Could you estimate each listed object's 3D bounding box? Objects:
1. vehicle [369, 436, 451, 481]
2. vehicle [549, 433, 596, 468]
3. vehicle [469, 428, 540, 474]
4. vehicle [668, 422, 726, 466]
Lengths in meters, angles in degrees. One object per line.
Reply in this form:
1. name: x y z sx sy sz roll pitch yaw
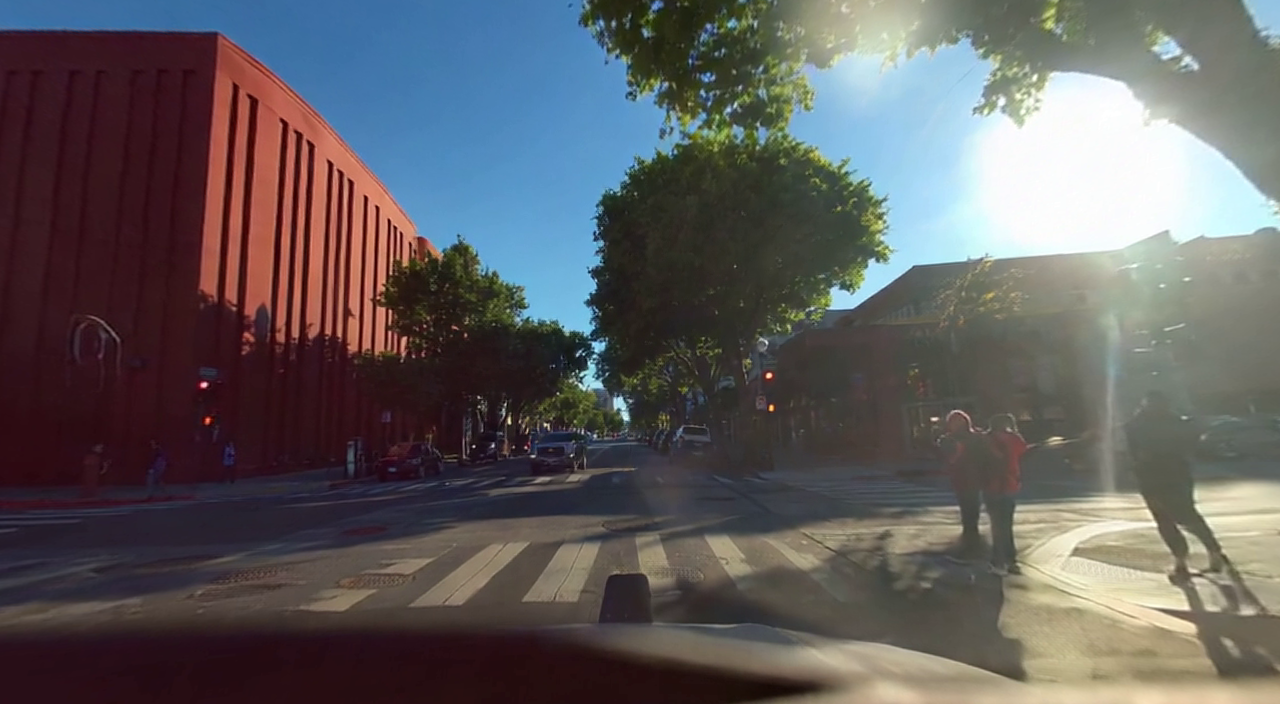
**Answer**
1. vehicle: -9.924 4.610 27.643 2.216 1.804 4.526 1 -8 -5
2. vehicle: -3.237 4.829 31.005 2.033 1.596 4.142 0 -8 -2
3. vehicle: -5.997 4.461 28.551 2.242 1.887 4.924 0 -8 -2
4. vehicle: 3.049 5.099 34.937 2.557 2.188 5.164 0 -8 -2
